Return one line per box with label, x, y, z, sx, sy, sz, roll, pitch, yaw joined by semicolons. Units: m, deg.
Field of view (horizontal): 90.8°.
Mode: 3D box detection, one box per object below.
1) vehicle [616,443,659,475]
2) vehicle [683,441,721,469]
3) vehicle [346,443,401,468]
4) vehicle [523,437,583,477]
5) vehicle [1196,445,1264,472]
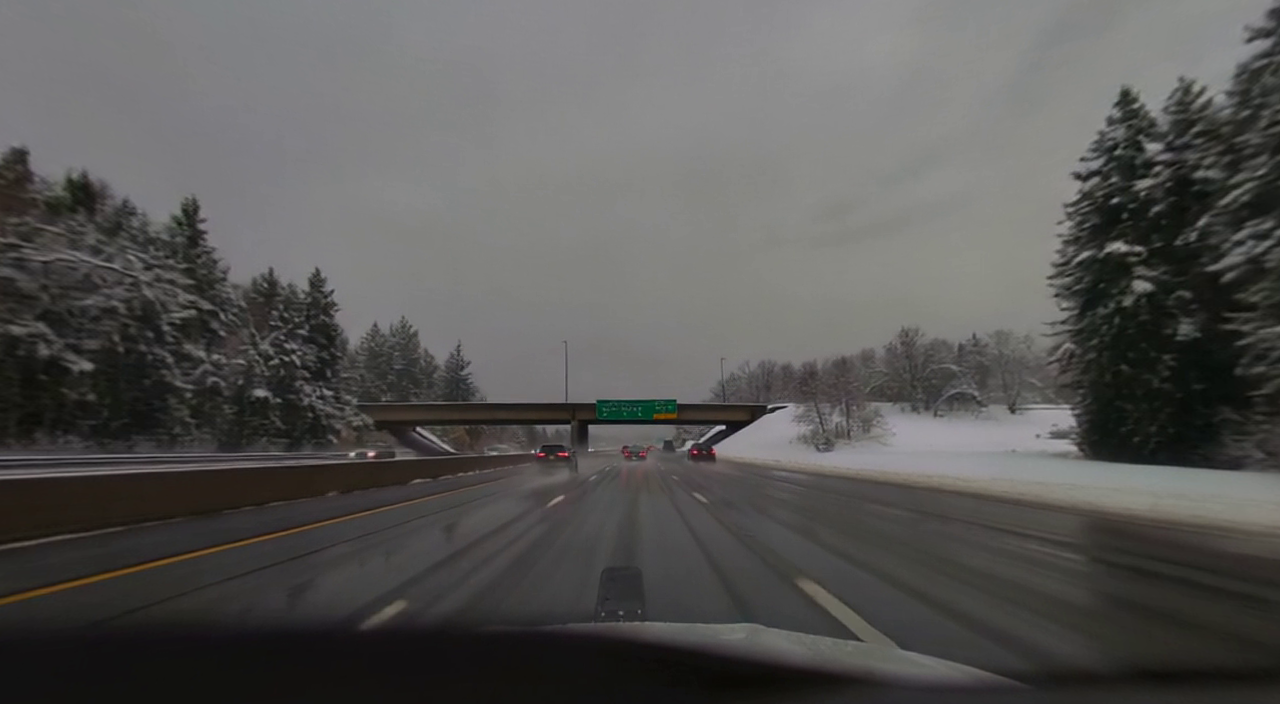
vehicle;-0.119;5.375;32.049;2.075;1.486;4.007;0;-9;0
vehicle;3.778;6.334;38.933;1.936;1.625;3.991;0;-9;0
vehicle;-20.484;7.960;48.813;2.049;1.761;4.778;-1;-9;2
vehicle;-4.066;5.010;30.365;2.113;1.756;4.471;0;-9;2
vehicle;37.011;6.664;39.745;1.980;1.532;4.660;-5;-10;29
